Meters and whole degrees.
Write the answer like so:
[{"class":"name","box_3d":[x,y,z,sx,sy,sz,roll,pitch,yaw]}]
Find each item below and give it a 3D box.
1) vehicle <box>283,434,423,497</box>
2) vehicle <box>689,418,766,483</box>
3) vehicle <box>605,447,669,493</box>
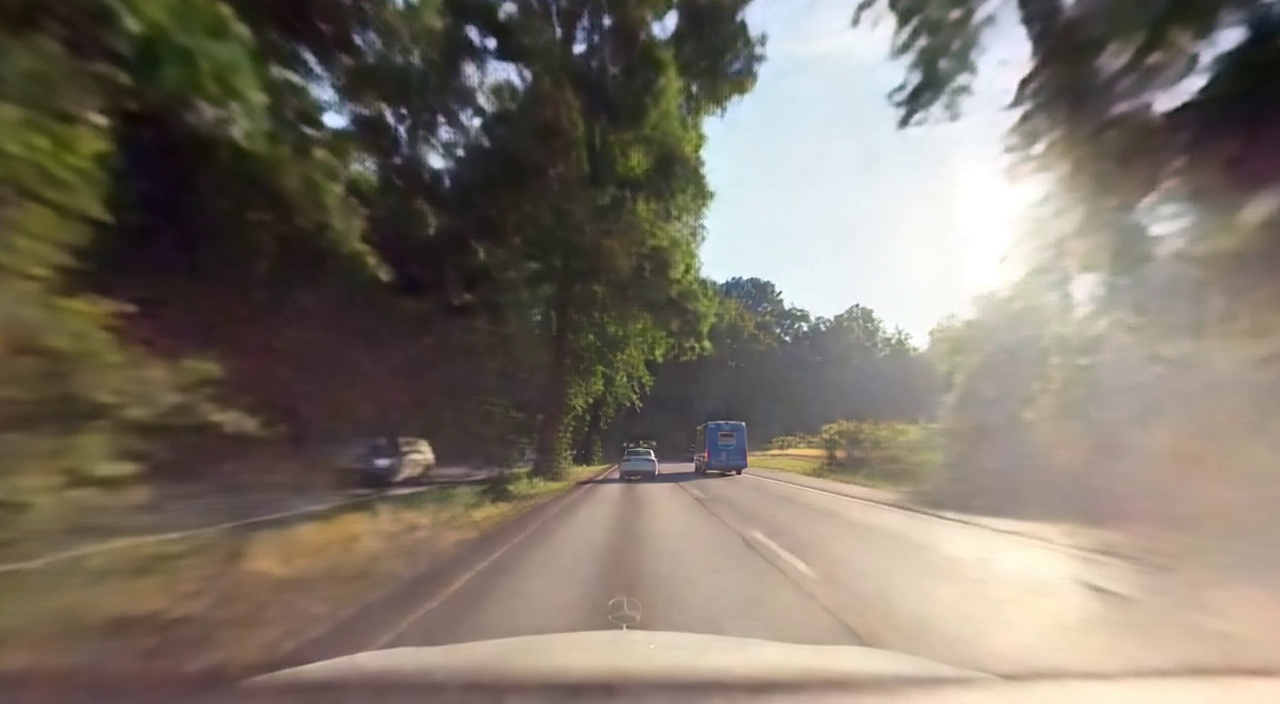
[{"class":"vehicle","box_3d":[-7.858,3.141,17.782,1.899,1.539,4.250,-1,-9,1]},{"class":"vehicle","box_3d":[3.838,4.518,28.987,2.513,2.633,5.930,0,-9,-1]},{"class":"vehicle","box_3d":[-0.104,4.071,22.077,2.037,1.417,3.885,0,-9,-1]}]
